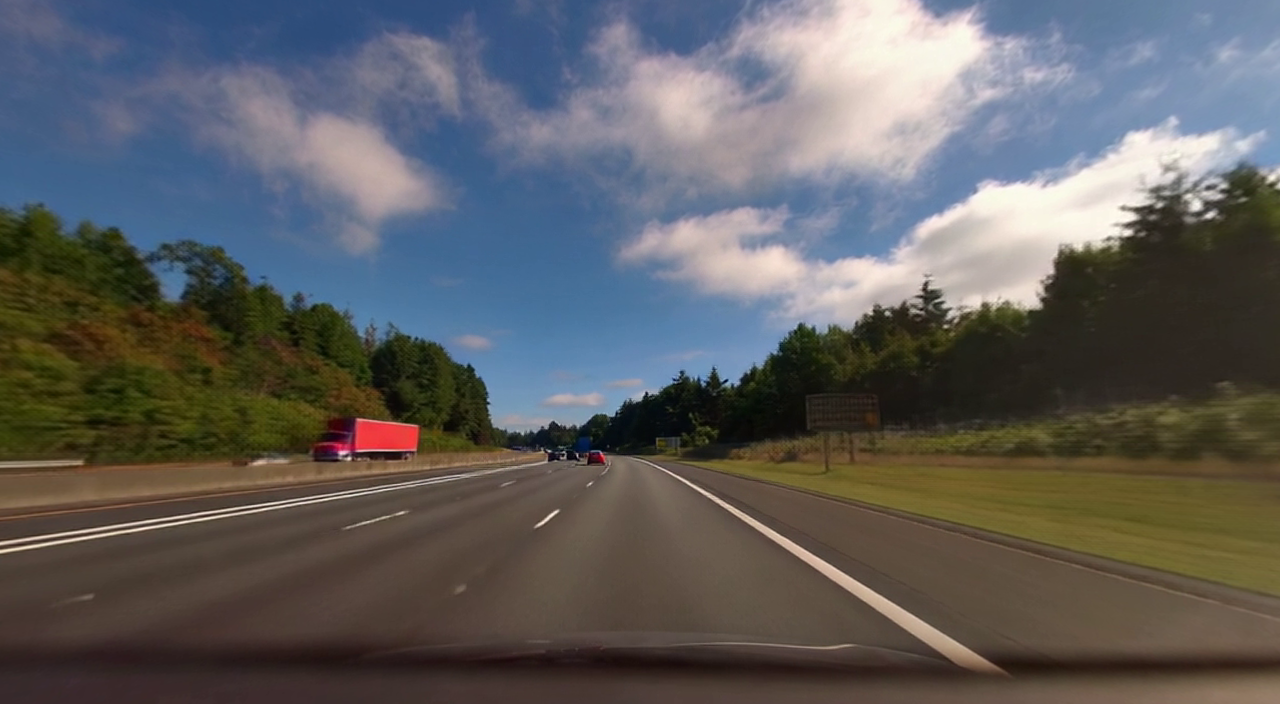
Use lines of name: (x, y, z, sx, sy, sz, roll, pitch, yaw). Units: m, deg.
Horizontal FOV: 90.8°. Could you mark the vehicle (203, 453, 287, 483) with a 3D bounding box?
vehicle: (-21.746, 6.382, 34.946, 1.997, 1.507, 4.137, 0, -9, -1)
